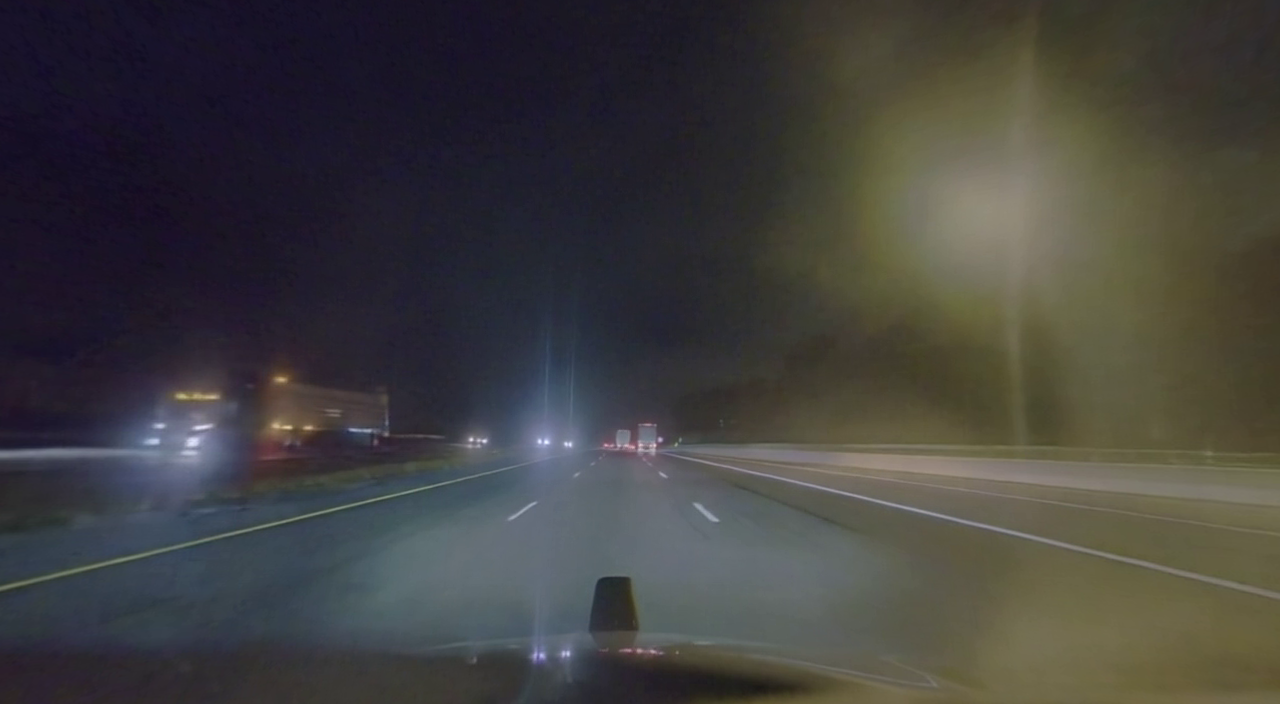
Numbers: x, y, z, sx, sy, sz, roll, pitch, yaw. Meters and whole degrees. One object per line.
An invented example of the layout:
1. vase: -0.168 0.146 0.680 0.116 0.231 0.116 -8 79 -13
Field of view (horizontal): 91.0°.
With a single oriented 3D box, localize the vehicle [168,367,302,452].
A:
1. vehicle: -20.685 3.120 32.694 2.996 3.968 5.878 0 -8 -1
